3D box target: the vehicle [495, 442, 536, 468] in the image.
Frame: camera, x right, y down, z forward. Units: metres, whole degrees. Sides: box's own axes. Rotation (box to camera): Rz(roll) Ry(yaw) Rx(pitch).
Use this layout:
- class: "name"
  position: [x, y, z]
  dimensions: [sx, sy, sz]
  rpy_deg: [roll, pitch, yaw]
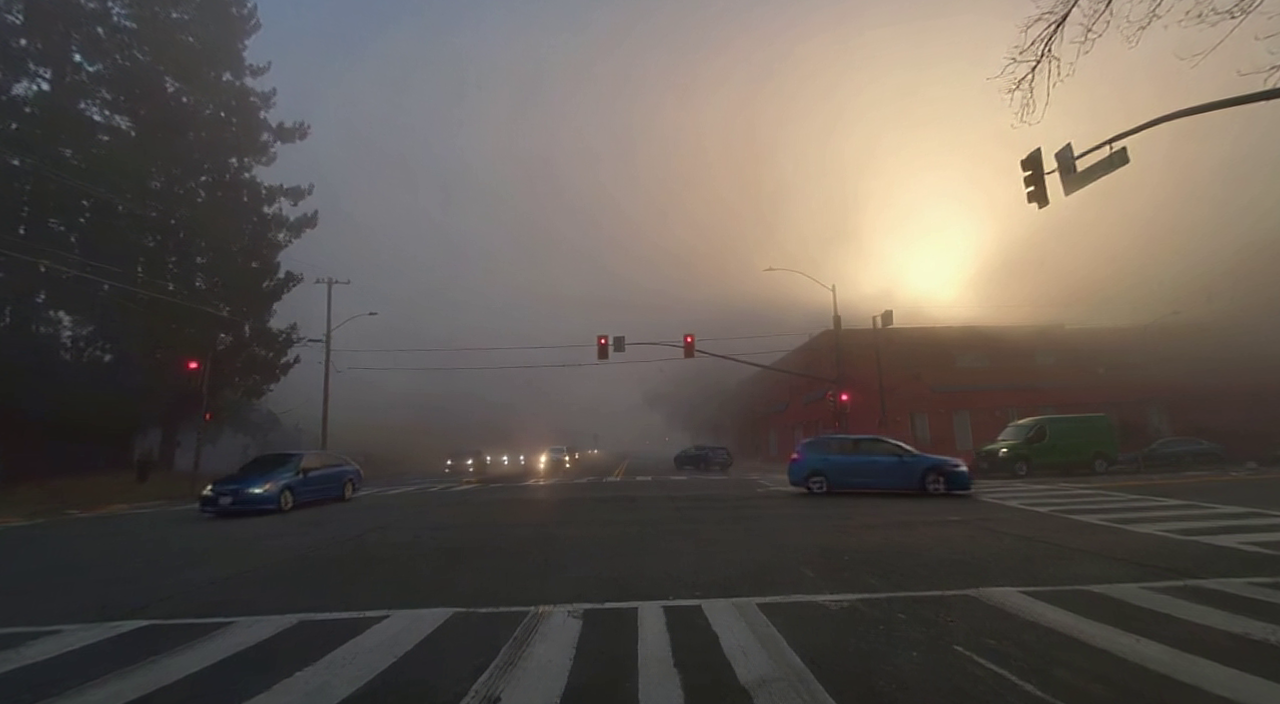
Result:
- class: "vehicle"
  position: [-8.679, 7.199, 44.401]
  dimensions: [2.087, 1.718, 4.700]
  rpy_deg: [0, -9, -2]

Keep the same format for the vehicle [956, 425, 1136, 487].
- class: "vehicle"
  position: [14.823, 3.778, 23.117]
  dimensions: [5.910, 2.046, 2.228]
  rpy_deg: [3, -9, -20]

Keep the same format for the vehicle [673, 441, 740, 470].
- class: "vehicle"
  position: [3.746, 6.005, 36.629]
  dimensions: [1.919, 1.453, 4.828]
  rpy_deg: [1, -9, -19]

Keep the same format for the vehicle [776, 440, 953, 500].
- class: "vehicle"
  position: [5.983, 3.105, 16.908]
  dimensions: [4.228, 1.416, 1.846]
  rpy_deg: [-4, -10, 26]

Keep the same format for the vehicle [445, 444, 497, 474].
- class: "vehicle"
  position: [-8.840, 5.615, 33.309]
  dimensions: [1.779, 1.460, 4.463]
  rpy_deg: [0, -9, -4]

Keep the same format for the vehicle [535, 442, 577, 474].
- class: "vehicle"
  position: [-4.228, 5.268, 31.584]
  dimensions: [1.935, 1.464, 4.562]
  rpy_deg: [1, -9, -8]

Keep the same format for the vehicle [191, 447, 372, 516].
- class: "vehicle"
  position: [-8.778, 3.165, 16.023]
  dimensions: [2.024, 1.460, 4.381]
  rpy_deg: [0, -9, 0]
